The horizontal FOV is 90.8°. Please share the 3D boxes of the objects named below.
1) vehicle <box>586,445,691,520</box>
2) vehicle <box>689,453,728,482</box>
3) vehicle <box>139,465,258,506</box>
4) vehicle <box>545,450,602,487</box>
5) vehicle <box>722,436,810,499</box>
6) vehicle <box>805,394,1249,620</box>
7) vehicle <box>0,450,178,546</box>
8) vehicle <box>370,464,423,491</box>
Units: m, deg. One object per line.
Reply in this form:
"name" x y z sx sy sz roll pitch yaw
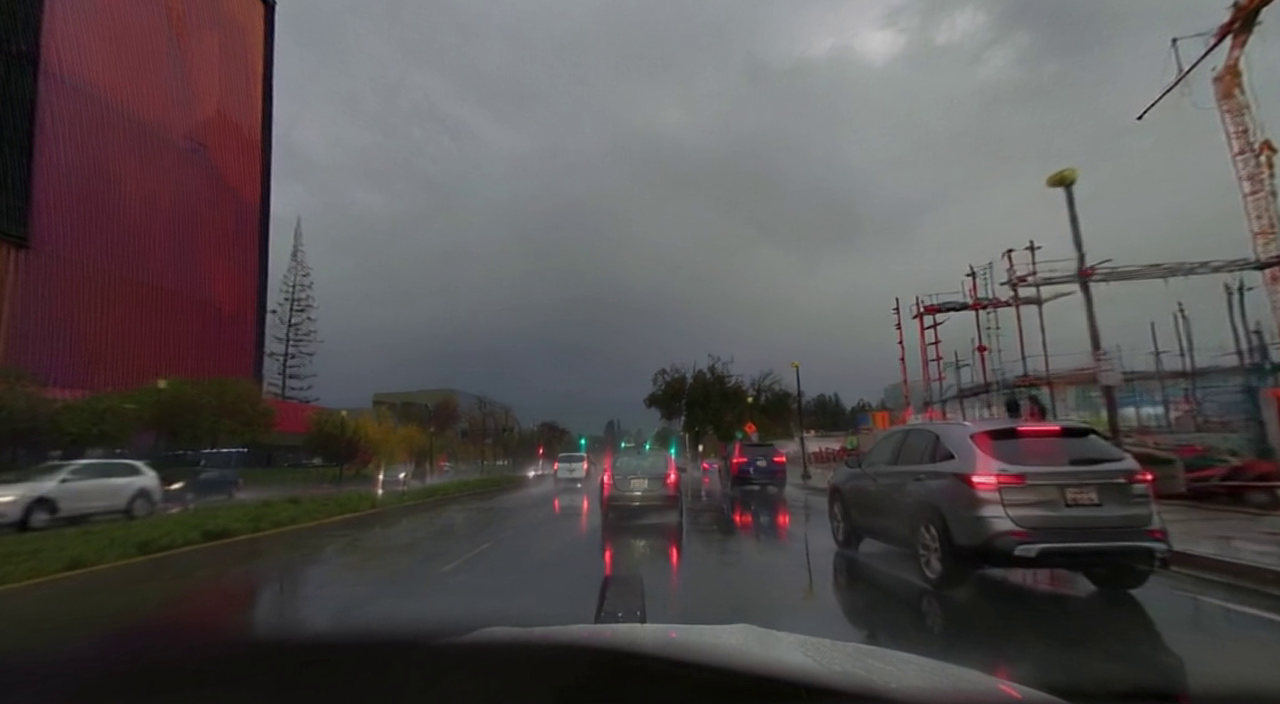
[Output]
"vehicle" 0.016 2.987 15.058 2.131 1.496 4.193 0 -8 1
"vehicle" 4.313 7.316 40.175 2.115 1.636 4.104 0 -8 2
"vehicle" -19.359 5.827 27.967 1.851 1.488 4.554 -1 -8 2
"vehicle" -3.237 5.743 31.500 2.201 1.691 4.305 -1 -8 2
"vehicle" 4.181 3.916 21.893 2.124 1.896 4.914 0 -8 1
"vehicle" 3.754 1.607 7.599 2.185 1.797 4.934 0 -8 0
"vehicle" -12.896 3.018 13.662 2.202 1.714 4.509 -1 -8 3
"vehicle" -18.297 9.436 47.727 2.021 1.740 4.444 -1 -8 3
